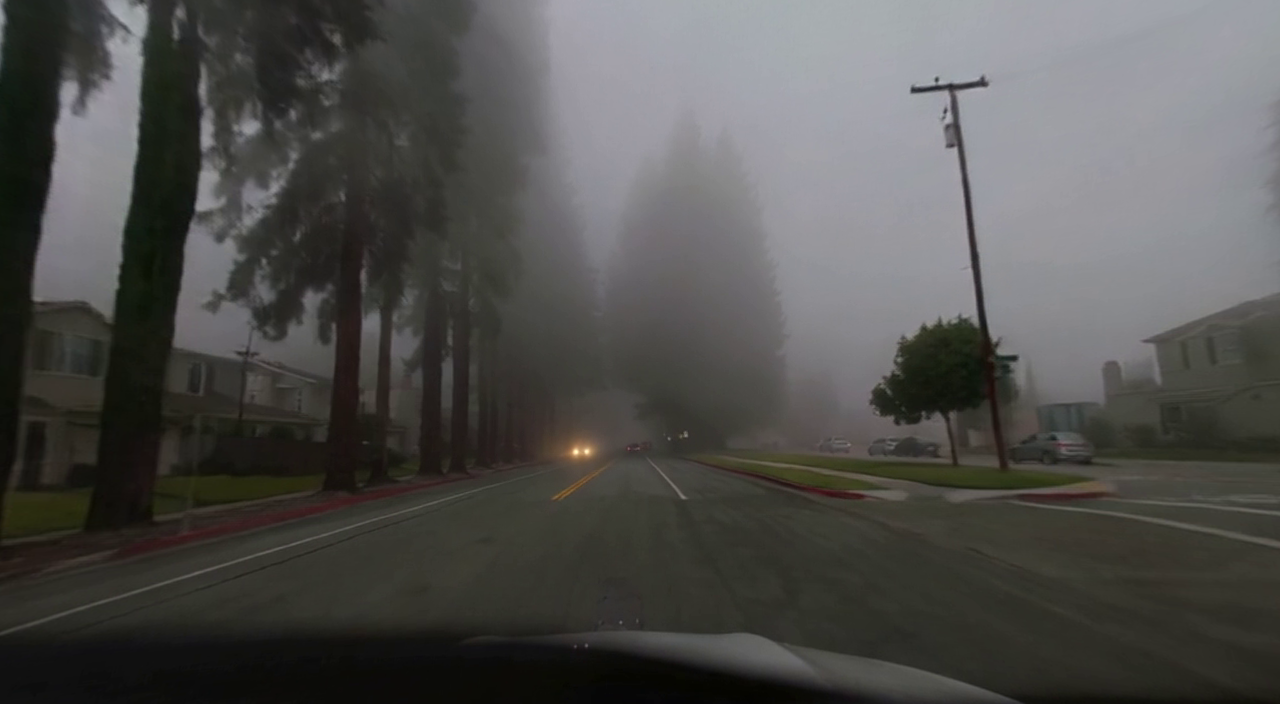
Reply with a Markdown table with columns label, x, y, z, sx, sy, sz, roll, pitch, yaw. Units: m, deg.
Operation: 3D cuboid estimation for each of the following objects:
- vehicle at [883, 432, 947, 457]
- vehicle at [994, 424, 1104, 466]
| label | x | y | z | sx | sy | sz | roll | pitch | yaw |
| --- | --- | --- | --- | --- | --- | --- | --- | --- | --- |
| vehicle | 17.746 | 5.994 | 41.005 | 1.813 | 1.464 | 4.925 | 0 | -8 | -2 |
| vehicle | 18.195 | 4.180 | 28.412 | 1.936 | 1.722 | 4.562 | 0 | -8 | 1 |
